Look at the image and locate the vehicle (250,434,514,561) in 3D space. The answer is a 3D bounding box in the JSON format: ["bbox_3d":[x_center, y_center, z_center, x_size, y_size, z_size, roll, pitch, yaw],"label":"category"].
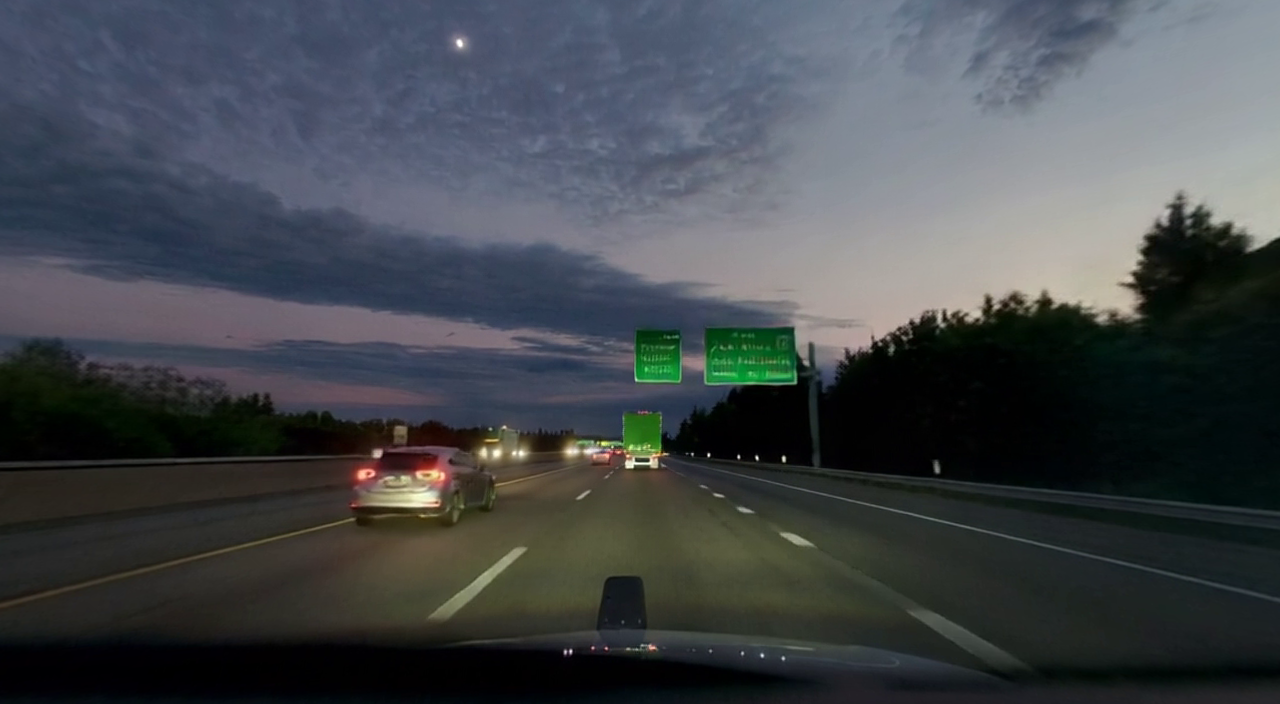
[{"bbox_3d":[-3.669,2.174,10.298,2.114,1.523,5.110,0,-9,1],"label":"vehicle"}]

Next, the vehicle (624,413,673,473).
[{"bbox_3d":[0.408,6.244,42.888,2.893,3.628,9.081,0,-9,-2],"label":"vehicle"}]
